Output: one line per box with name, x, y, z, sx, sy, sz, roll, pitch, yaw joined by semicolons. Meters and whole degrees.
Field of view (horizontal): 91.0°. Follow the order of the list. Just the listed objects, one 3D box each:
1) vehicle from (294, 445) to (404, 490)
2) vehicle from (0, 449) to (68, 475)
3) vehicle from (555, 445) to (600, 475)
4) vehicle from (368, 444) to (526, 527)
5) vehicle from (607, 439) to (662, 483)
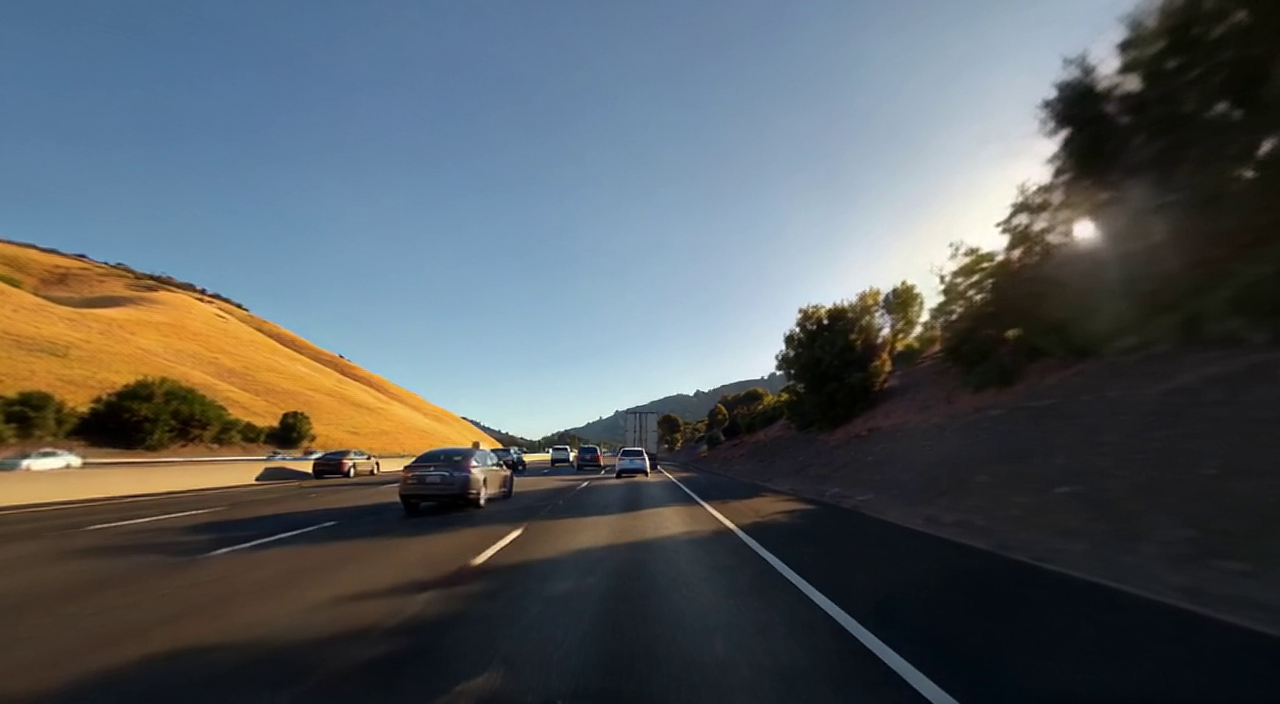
vehicle;-10.898;4.321;24.027;1.950;1.507;4.527;0;-9;1
vehicle;-38.504;6.821;39.305;1.747;1.478;4.071;1;-9;0
vehicle;-3.644;6.378;37.462;2.155;1.661;4.477;0;-9;1
vehicle;-3.940;2.776;13.795;1.943;1.468;4.547;0;-9;1
vehicle;-0.226;4.805;28.040;2.281;1.795;4.297;1;-9;0
